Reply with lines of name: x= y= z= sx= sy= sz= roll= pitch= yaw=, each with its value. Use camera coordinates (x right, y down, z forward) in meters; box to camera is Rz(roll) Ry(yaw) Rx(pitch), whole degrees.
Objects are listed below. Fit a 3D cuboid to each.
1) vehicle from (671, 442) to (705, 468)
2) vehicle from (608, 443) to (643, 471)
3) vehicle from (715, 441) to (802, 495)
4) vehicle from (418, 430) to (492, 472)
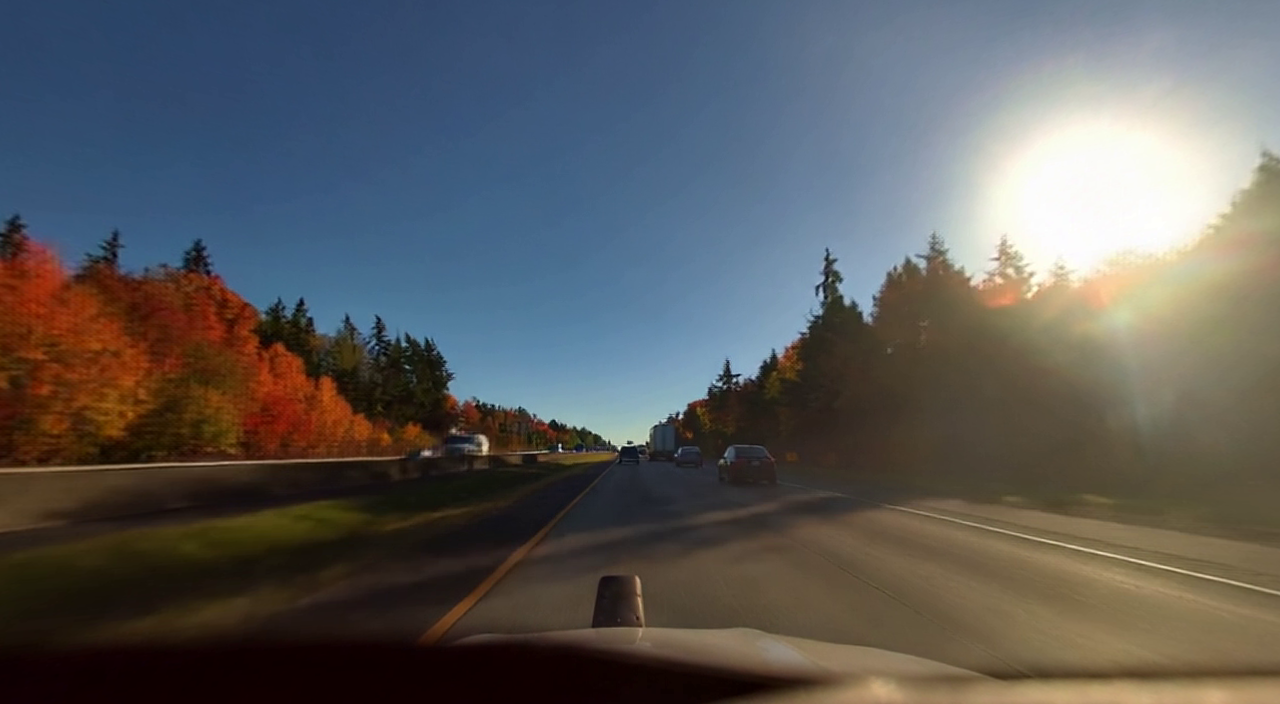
vehicle: x=3.386 y=7.313 z=44.712 sx=1.982 sy=1.745 sz=4.151 roll=0 pitch=-9 yaw=-2
vehicle: x=-0.921 y=6.799 z=40.829 sx=2.151 sy=1.693 sz=4.201 roll=0 pitch=-9 yaw=-1
vehicle: x=3.680 y=3.677 z=20.214 sx=1.968 sy=1.513 sz=3.911 roll=0 pitch=-9 yaw=-1
vehicle: x=-9.254 y=5.020 z=31.910 sx=2.244 sy=1.935 sz=5.210 roll=0 pitch=-9 yaw=-1
